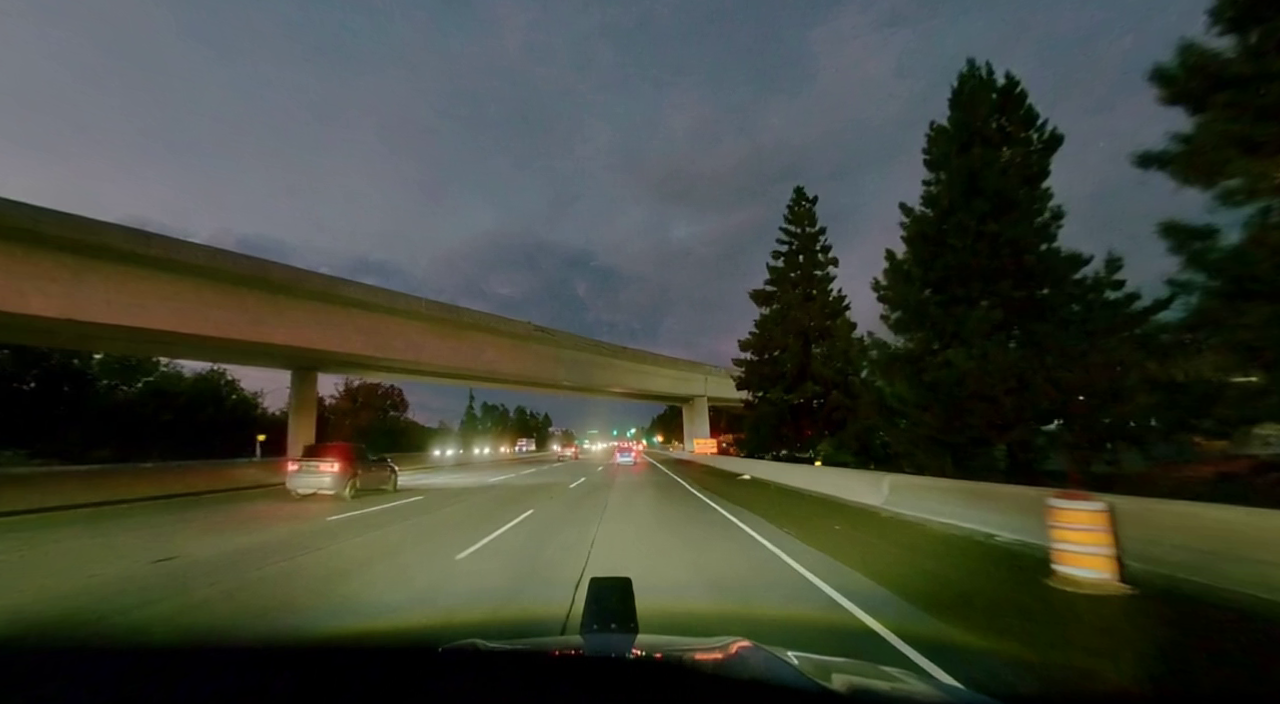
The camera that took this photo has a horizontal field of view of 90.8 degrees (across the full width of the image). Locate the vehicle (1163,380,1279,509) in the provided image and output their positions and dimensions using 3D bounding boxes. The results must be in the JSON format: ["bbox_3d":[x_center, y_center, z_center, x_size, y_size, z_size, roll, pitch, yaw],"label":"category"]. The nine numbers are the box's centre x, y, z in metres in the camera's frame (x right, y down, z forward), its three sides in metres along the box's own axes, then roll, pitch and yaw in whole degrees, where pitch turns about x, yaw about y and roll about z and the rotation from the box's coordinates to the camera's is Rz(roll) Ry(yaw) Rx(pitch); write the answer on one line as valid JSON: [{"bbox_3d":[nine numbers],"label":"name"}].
[{"bbox_3d":[13.755,2.028,13.768,1.868,2.536,3.267,-1,-9,5],"label":"vehicle"}]

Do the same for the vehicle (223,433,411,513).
[{"bbox_3d":[-7.294,2.764,14.909,2.128,1.604,4.279,0,-9,0],"label":"vehicle"}]

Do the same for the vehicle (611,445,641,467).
[{"bbox_3d":[-0.943,7.362,44.979,2.051,1.459,4.092,0,-9,0],"label":"vehicle"}]
